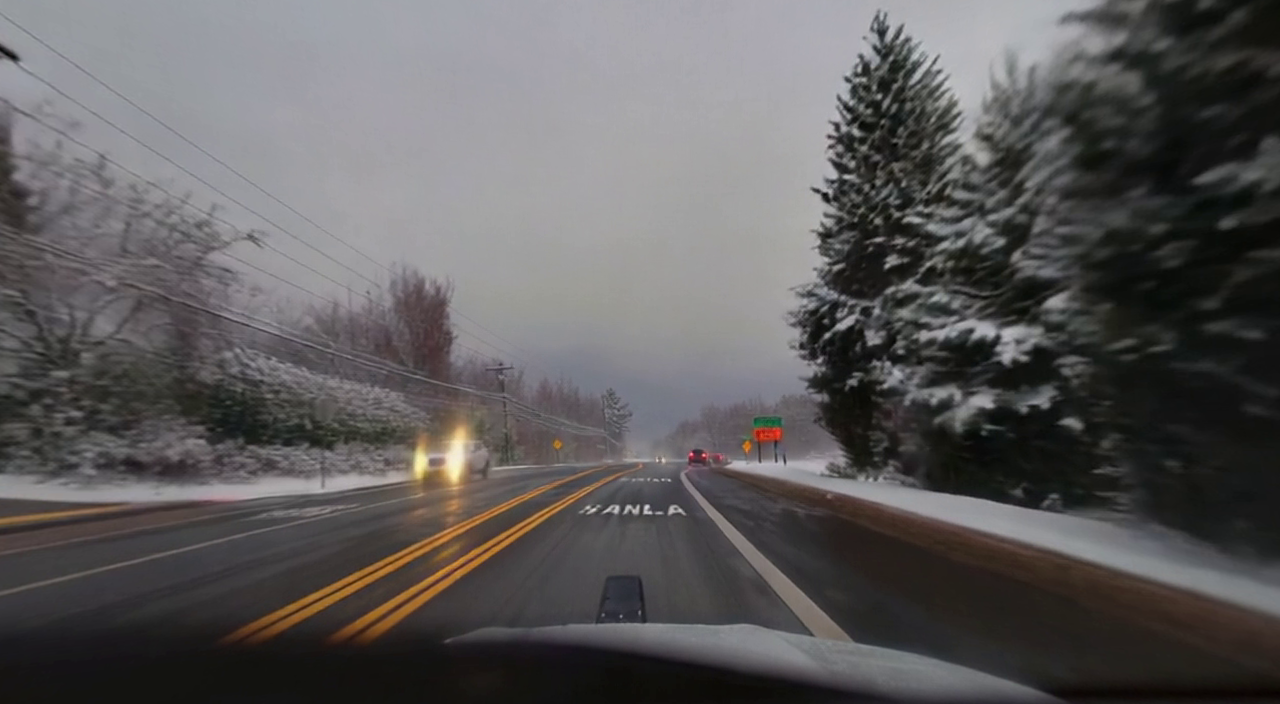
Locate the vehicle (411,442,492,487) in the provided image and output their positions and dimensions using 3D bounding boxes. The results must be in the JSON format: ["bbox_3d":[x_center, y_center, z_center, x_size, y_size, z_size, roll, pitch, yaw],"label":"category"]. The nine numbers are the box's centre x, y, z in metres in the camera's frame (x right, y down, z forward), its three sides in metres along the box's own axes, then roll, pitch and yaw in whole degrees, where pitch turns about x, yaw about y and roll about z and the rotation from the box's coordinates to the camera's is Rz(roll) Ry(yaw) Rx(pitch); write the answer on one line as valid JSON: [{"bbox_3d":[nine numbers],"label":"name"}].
[{"bbox_3d":[-7.666,4.593,26.206,2.056,1.677,4.282,0,-9,0],"label":"vehicle"}]
